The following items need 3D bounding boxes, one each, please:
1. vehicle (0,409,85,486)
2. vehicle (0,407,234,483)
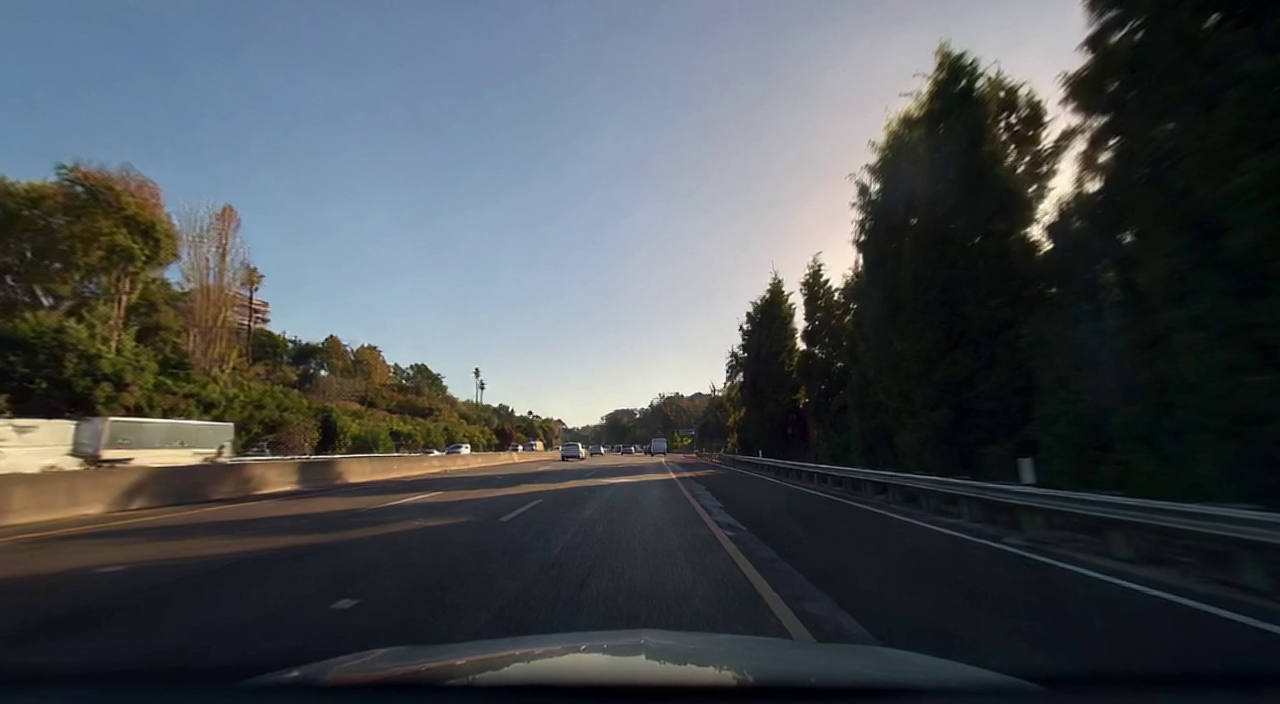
[{"bbox_3d":[-35.286,5.269,34.620,2.956,3.992,6.619,0,-8,2],"label":"vehicle"},{"bbox_3d":[-35.133,6.405,43.276,2.951,4.166,16.562,0,-8,1],"label":"vehicle"}]
